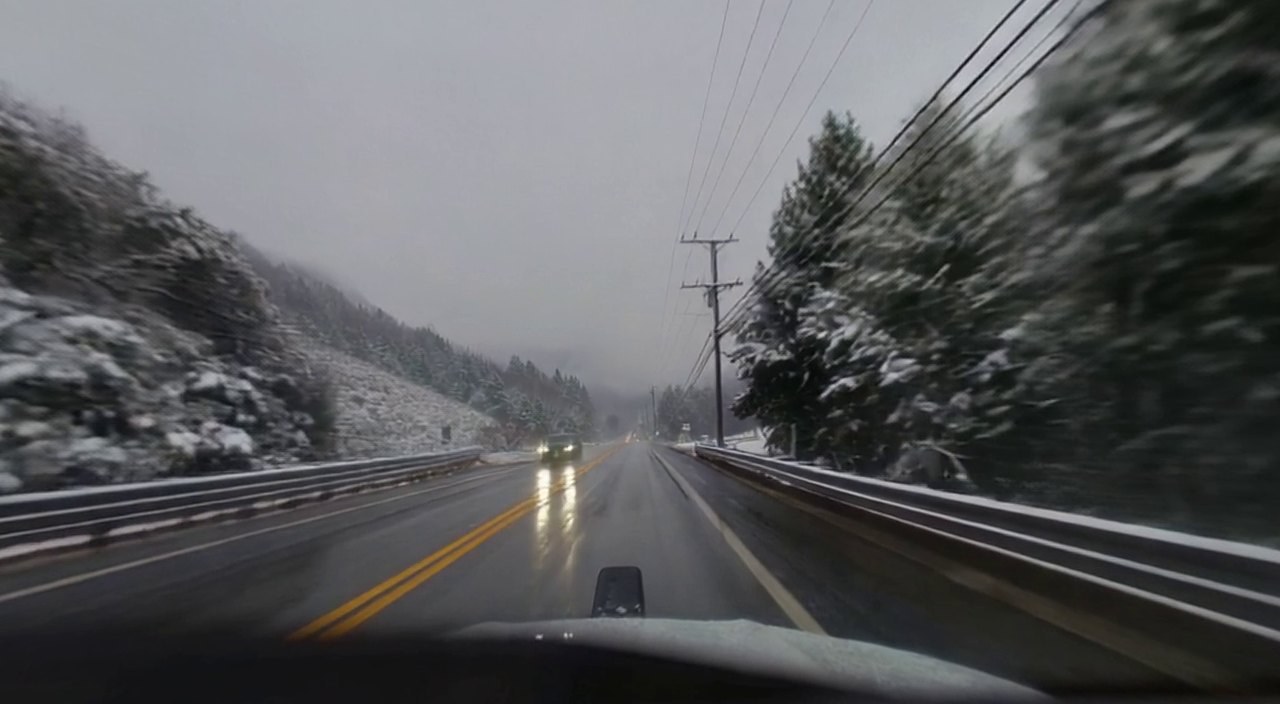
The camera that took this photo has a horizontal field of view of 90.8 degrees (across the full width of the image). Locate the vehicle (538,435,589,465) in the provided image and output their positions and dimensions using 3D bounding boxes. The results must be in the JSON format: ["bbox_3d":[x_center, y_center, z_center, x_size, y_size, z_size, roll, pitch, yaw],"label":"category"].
[{"bbox_3d":[-4.025,5.237,33.813,2.074,1.472,4.658,0,-8,1],"label":"vehicle"}]
